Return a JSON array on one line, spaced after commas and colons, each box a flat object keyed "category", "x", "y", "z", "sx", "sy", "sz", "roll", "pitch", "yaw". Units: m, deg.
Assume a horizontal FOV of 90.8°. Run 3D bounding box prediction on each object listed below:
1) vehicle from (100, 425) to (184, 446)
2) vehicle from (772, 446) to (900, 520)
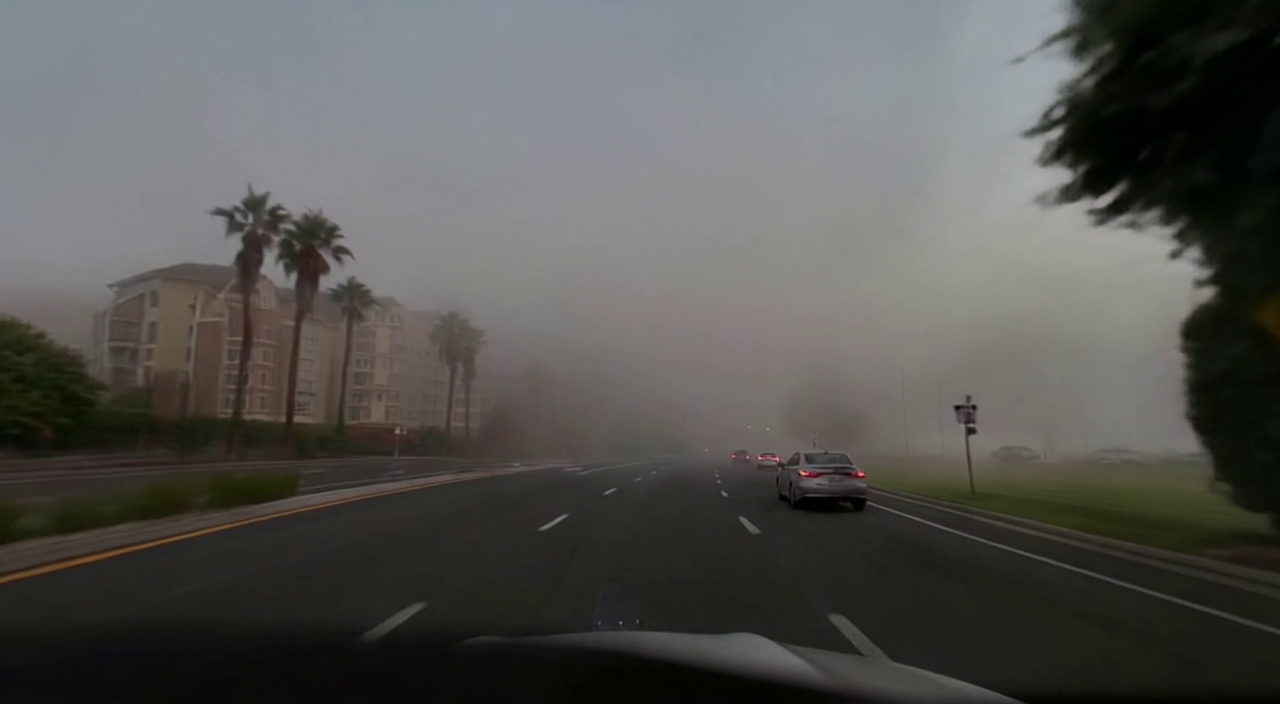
[{"category": "vehicle", "x": -38.167, "y": 6.396, "z": 48.479, "sx": 1.793, "sy": 1.450, "sz": 4.673, "roll": -9, "pitch": -11, "yaw": 38}, {"category": "vehicle", "x": 4.435, "y": 2.993, "z": 14.957, "sx": 1.993, "sy": 1.483, "sz": 3.821, "roll": 0, "pitch": -9, "yaw": 3}]
